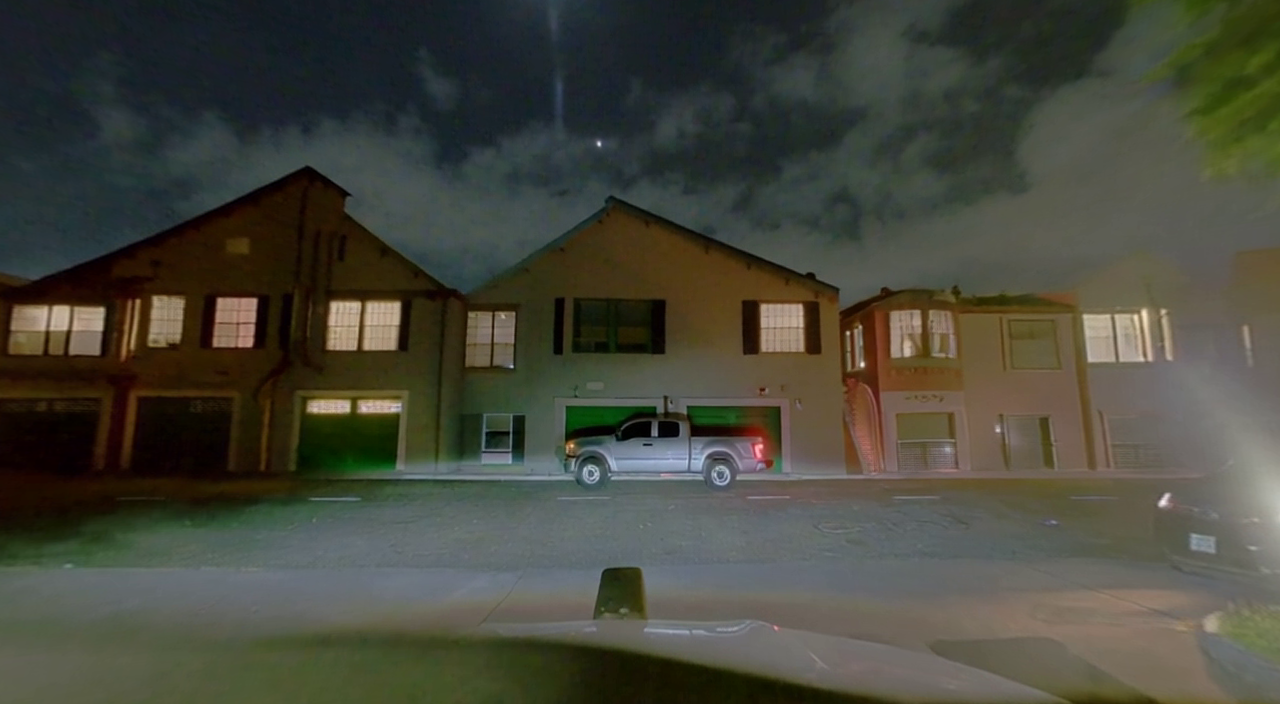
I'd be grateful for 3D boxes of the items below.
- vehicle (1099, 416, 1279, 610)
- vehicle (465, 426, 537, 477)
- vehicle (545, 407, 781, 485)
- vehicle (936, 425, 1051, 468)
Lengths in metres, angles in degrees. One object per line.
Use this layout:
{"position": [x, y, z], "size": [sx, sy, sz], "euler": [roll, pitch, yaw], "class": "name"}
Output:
{"position": [7.562, 1.504, 6.550], "size": [4.074, 1.617, 2.112], "euler": [-1, -5, -7], "class": "vehicle"}
{"position": [-5.261, 3.769, 24.406], "size": [1.869, 1.460, 3.826], "euler": [-3, -3, 0], "class": "vehicle"}
{"position": [0.543, 2.397, 16.178], "size": [5.600, 1.835, 2.161], "euler": [0, -8, -1], "class": "vehicle"}
{"position": [15.004, 4.046, 26.954], "size": [3.770, 1.496, 1.951], "euler": [4, -10, 1], "class": "vehicle"}
